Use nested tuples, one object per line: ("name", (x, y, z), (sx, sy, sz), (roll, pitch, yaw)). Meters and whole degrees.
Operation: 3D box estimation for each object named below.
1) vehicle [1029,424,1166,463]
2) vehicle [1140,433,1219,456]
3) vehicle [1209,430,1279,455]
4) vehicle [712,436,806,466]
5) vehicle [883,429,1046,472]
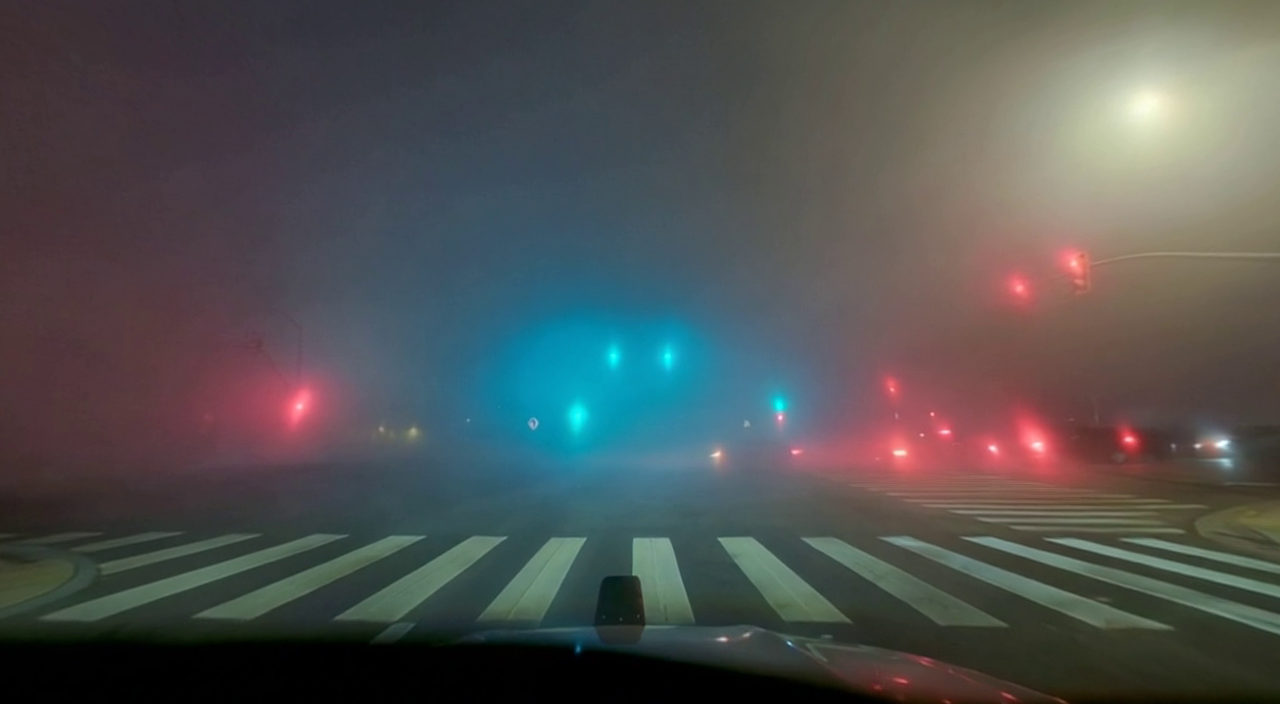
("vehicle", (20.699, 4.182, 28.751), (4.571, 1.698, 1.977), (-1, -9, 4))
("vehicle", (36.597, 6.299, 42.990), (1.726, 1.429, 4.163), (0, -9, 2))
("vehicle", (42.253, 6.178, 43.100), (2.037, 1.614, 5.175), (0, -9, 0))
("vehicle", (5.350, 4.522, 28.858), (4.046, 1.306, 1.719), (-1, -9, 5))
("vehicle", (11.718, 3.580, 23.040), (4.916, 1.504, 1.846), (0, -9, -2))
